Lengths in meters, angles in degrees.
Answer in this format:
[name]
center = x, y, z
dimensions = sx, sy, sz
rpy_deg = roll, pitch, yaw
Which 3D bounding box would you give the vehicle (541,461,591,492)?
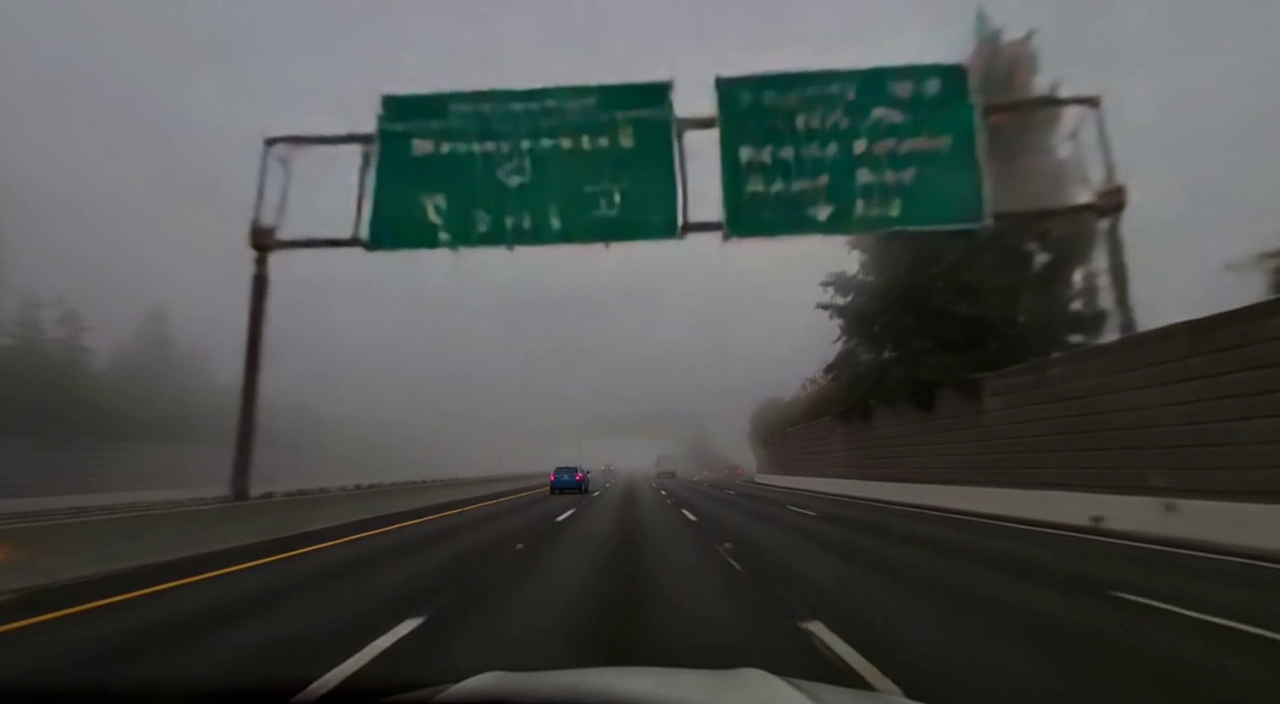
[vehicle]
center = -3.877, 6.629, 33.652
dimensions = 2.045, 1.487, 4.582
rpy_deg = 1, -10, 1
